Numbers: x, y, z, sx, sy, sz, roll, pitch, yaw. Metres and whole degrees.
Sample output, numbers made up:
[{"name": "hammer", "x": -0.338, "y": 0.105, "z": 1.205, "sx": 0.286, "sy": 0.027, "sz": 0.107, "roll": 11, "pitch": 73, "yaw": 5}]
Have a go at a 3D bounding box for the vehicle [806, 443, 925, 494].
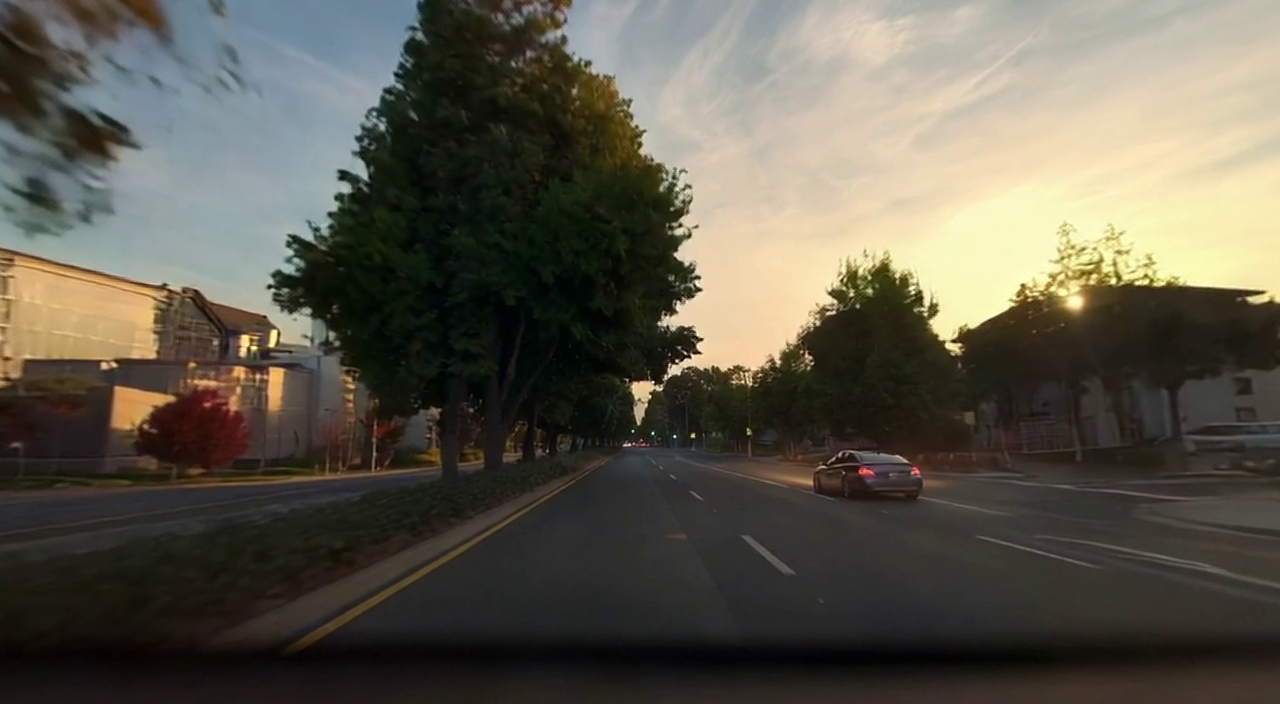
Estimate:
[{"name": "vehicle", "x": 6.988, "y": 3.640, "z": 20.131, "sx": 2.054, "sy": 1.421, "sz": 4.487, "roll": 0, "pitch": -9, "yaw": -1}]
